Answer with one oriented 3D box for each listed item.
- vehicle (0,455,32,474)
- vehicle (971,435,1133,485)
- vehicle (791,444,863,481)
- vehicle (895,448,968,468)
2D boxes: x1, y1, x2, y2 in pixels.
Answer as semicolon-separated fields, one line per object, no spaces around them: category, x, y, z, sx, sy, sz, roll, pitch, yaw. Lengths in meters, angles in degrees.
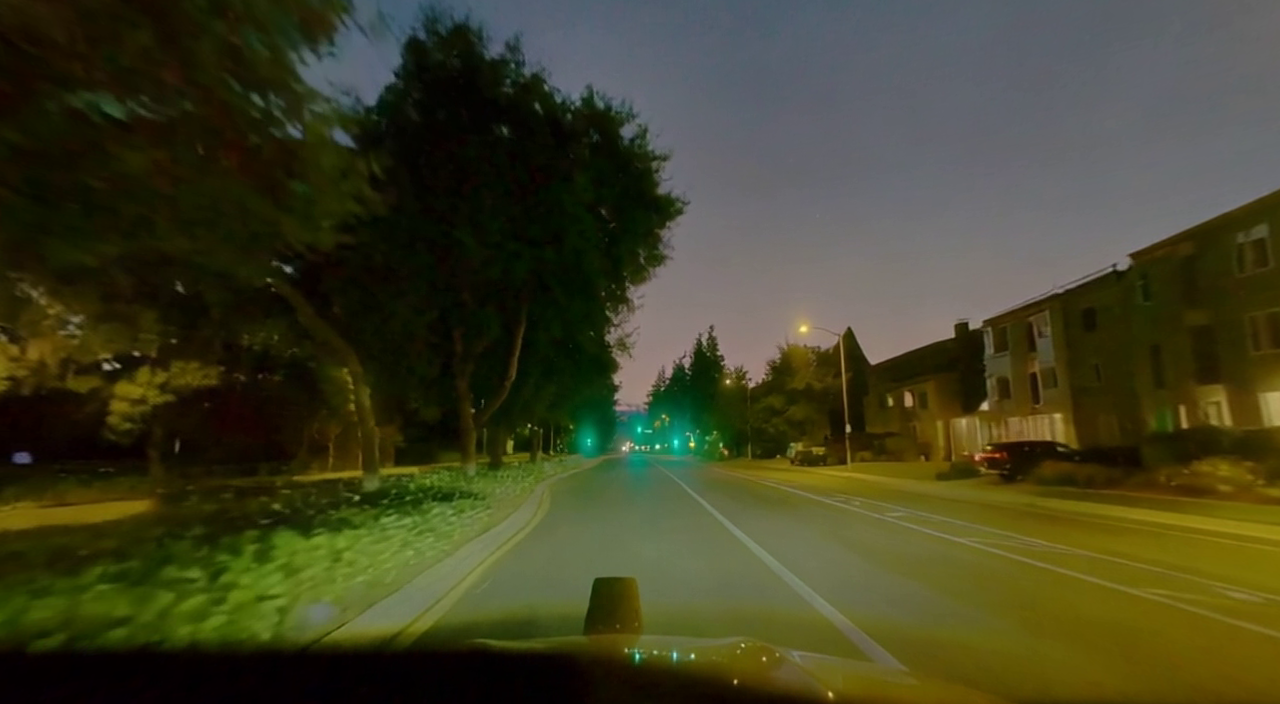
vehicle;-49.278;8.701;48.959;4.083;1.423;1.885;-5;-10;30
vehicle;15.516;4.097;24.029;4.605;1.779;2.135;0;-9;0
vehicle;9.410;5.583;32.212;2.096;1.703;4.583;0;-9;-2
vehicle;21.719;7.888;47.197;4.465;1.460;1.901;0;-8;1
